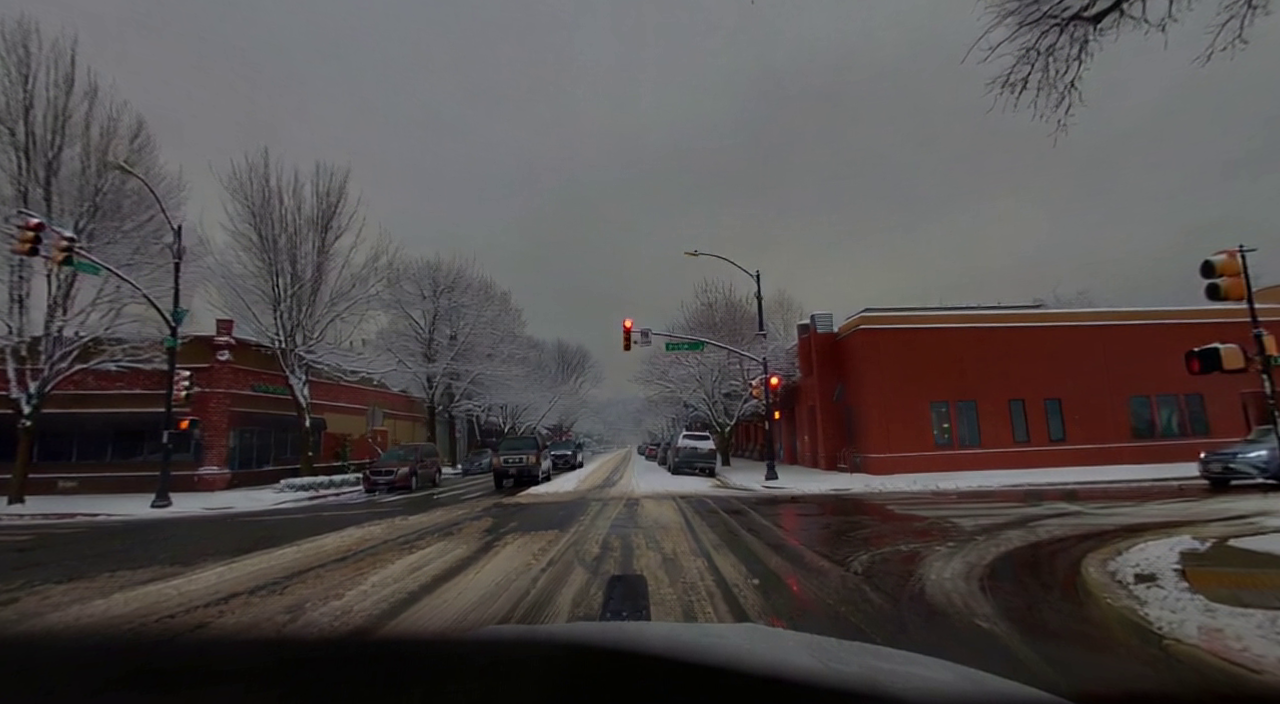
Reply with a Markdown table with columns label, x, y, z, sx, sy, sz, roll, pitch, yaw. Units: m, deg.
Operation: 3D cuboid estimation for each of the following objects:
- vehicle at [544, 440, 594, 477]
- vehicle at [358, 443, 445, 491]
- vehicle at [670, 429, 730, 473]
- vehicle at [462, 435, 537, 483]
| label | x | y | z | sx | sy | sz | roll | pitch | yaw |
| --- | --- | --- | --- | --- | --- | --- | --- | --- | --- |
| vehicle | -3.282 | 4.976 | 29.793 | 2.033 | 1.596 | 4.142 | 0 | -8 | -2 |
| vehicle | -9.907 | 4.768 | 26.600 | 2.216 | 1.804 | 4.526 | 1 | -8 | -5 |
| vehicle | 3.097 | 5.326 | 34.089 | 2.557 | 2.188 | 5.164 | 0 | -8 | -2 |
| vehicle | -5.975 | 4.613 | 27.461 | 2.242 | 1.887 | 4.924 | 0 | -8 | -2 |
